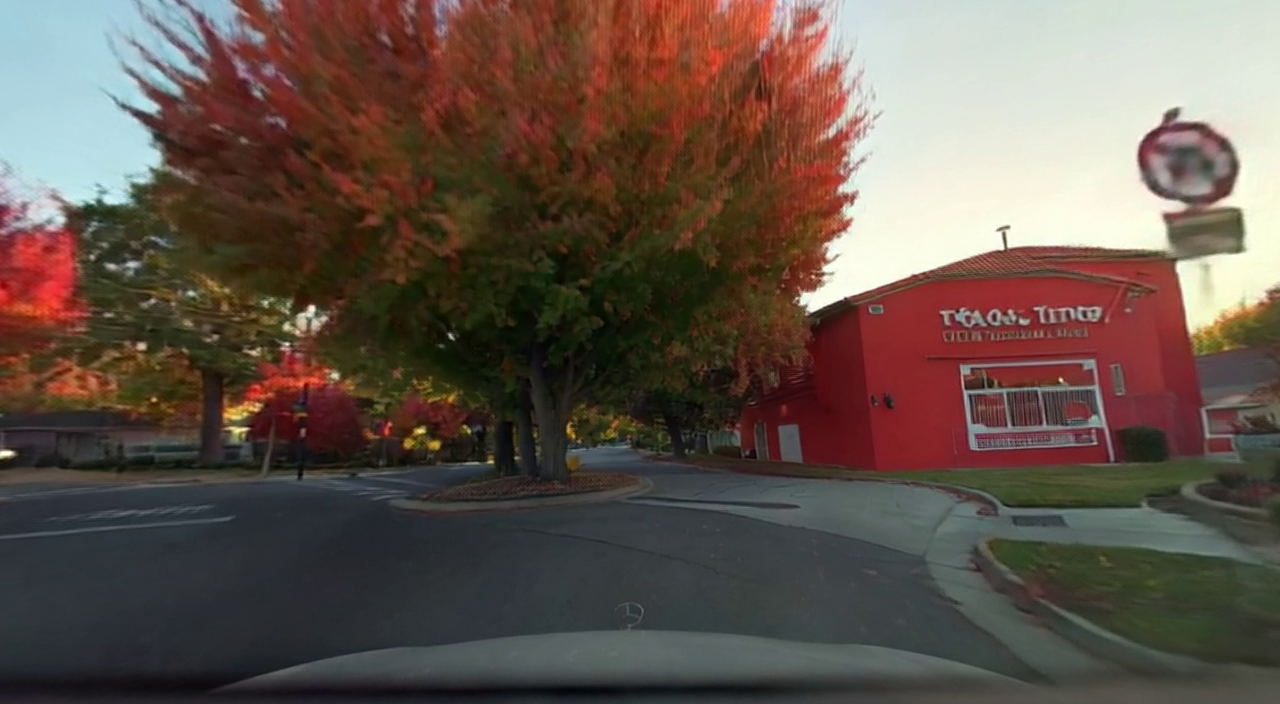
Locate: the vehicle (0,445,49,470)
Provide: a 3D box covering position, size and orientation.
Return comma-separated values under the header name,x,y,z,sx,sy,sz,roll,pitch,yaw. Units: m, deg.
name,x,y,z,sx,sy,sz,roll,pitch,yaw
vehicle,-37.653,6.272,37.484,3.362,1.404,1.588,-1,-7,-3
